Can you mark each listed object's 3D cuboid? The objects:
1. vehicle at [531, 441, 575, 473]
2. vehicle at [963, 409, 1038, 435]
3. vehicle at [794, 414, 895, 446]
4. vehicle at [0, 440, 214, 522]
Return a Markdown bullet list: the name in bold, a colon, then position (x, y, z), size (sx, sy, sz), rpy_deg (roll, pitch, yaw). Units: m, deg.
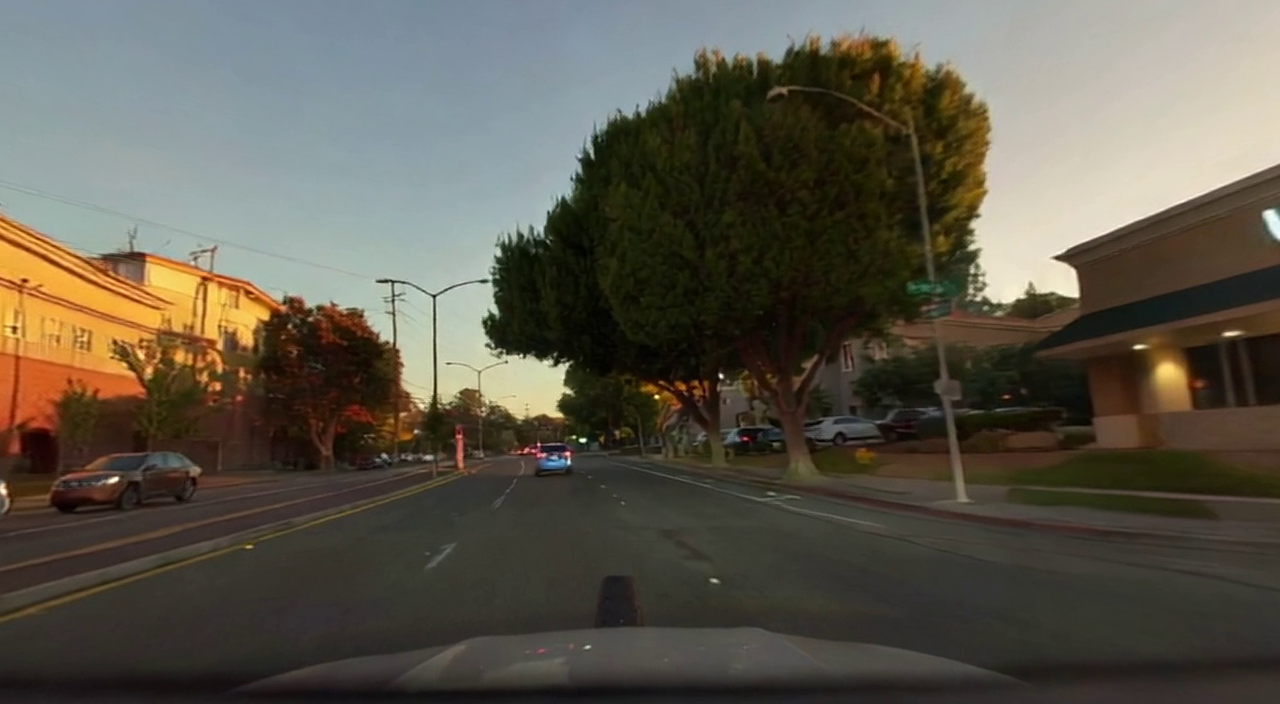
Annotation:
- **vehicle**: position (-4.935, 5.795, 35.261), size (2.197, 1.642, 4.312), rpy_deg (2, -9, -11)
- **vehicle**: position (25.311, 4.976, 44.580), size (2.175, 1.626, 4.598), rpy_deg (1, -8, -7)
- **vehicle**: position (11.354, 4.377, 35.200), size (4.851, 1.737, 2.189), rpy_deg (2, -9, -11)
- **vehicle**: position (-13.535, 3.181, 16.271), size (2.275, 1.752, 4.858), rpy_deg (1, -8, -8)
